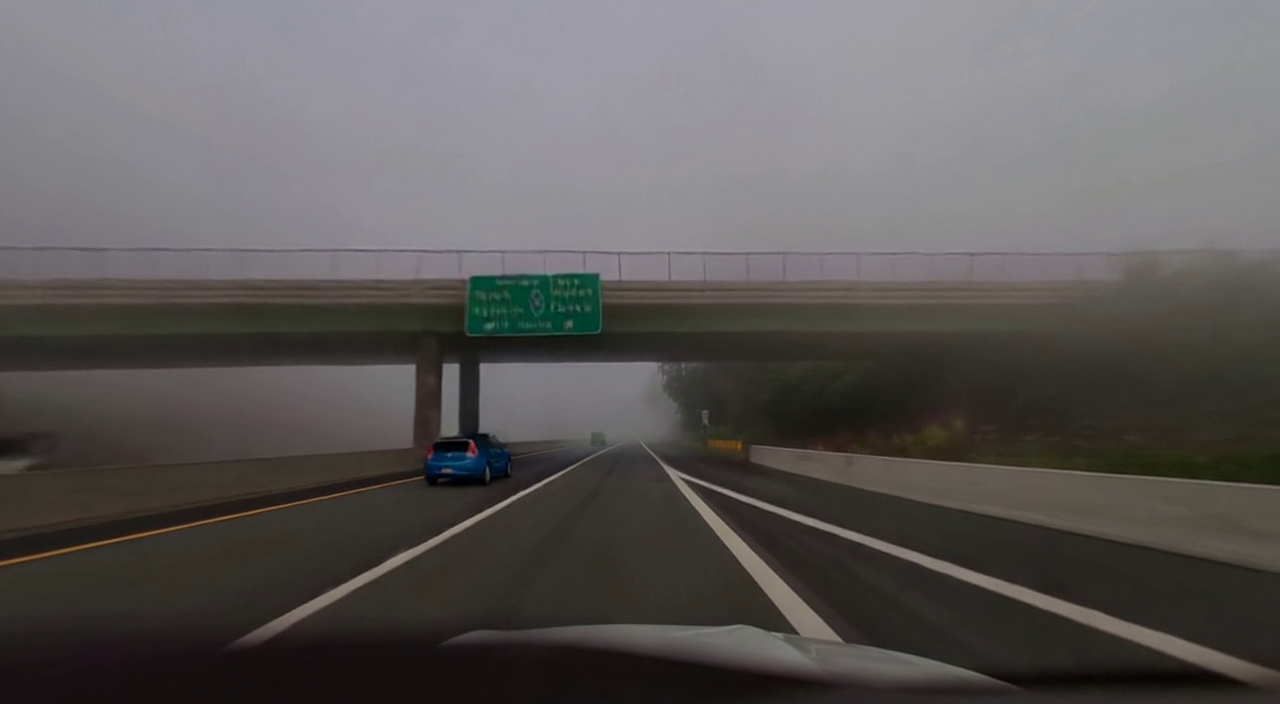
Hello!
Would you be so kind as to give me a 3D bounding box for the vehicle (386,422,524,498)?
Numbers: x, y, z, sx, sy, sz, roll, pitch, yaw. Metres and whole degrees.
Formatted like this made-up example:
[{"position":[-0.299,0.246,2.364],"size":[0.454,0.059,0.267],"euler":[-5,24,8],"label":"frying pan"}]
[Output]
[{"position":[-4.431,2.632,15.939],"size":[2.086,1.624,4.607],"euler":[0,-8,0],"label":"vehicle"}]
